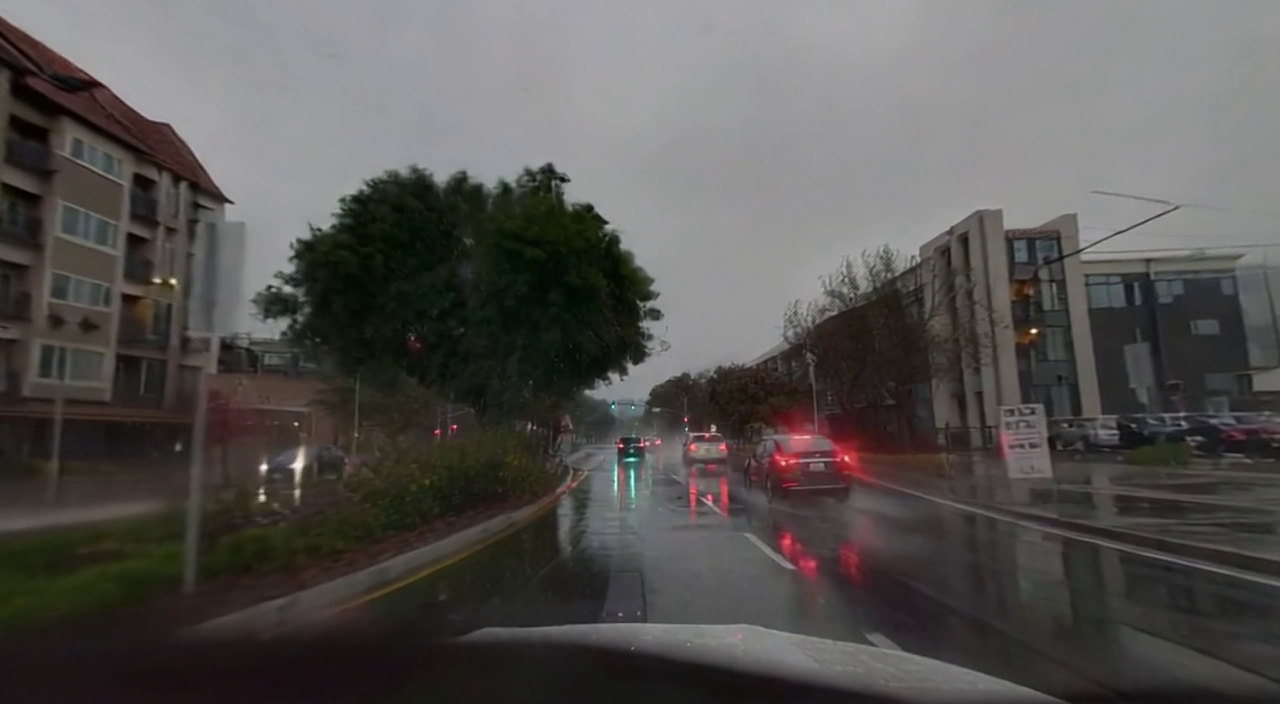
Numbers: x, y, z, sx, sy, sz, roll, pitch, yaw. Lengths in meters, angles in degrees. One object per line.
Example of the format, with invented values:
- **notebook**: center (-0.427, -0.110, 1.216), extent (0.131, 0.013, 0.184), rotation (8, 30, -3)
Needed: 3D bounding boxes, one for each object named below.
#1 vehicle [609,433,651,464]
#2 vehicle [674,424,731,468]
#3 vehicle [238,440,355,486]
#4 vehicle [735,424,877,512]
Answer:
- **vehicle**: center (-0.557, 5.122, 33.622), extent (2.059, 1.492, 3.925), rotation (0, -8, -2)
- **vehicle**: center (2.805, 4.409, 29.667), extent (2.206, 1.858, 5.332), rotation (0, -8, 1)
- **vehicle**: center (-12.729, 4.129, 23.816), extent (1.926, 1.446, 4.565), rotation (-3, -8, -1)
- **vehicle**: center (3.426, 2.478, 13.941), extent (1.906, 1.608, 4.137), rotation (0, -8, -1)
